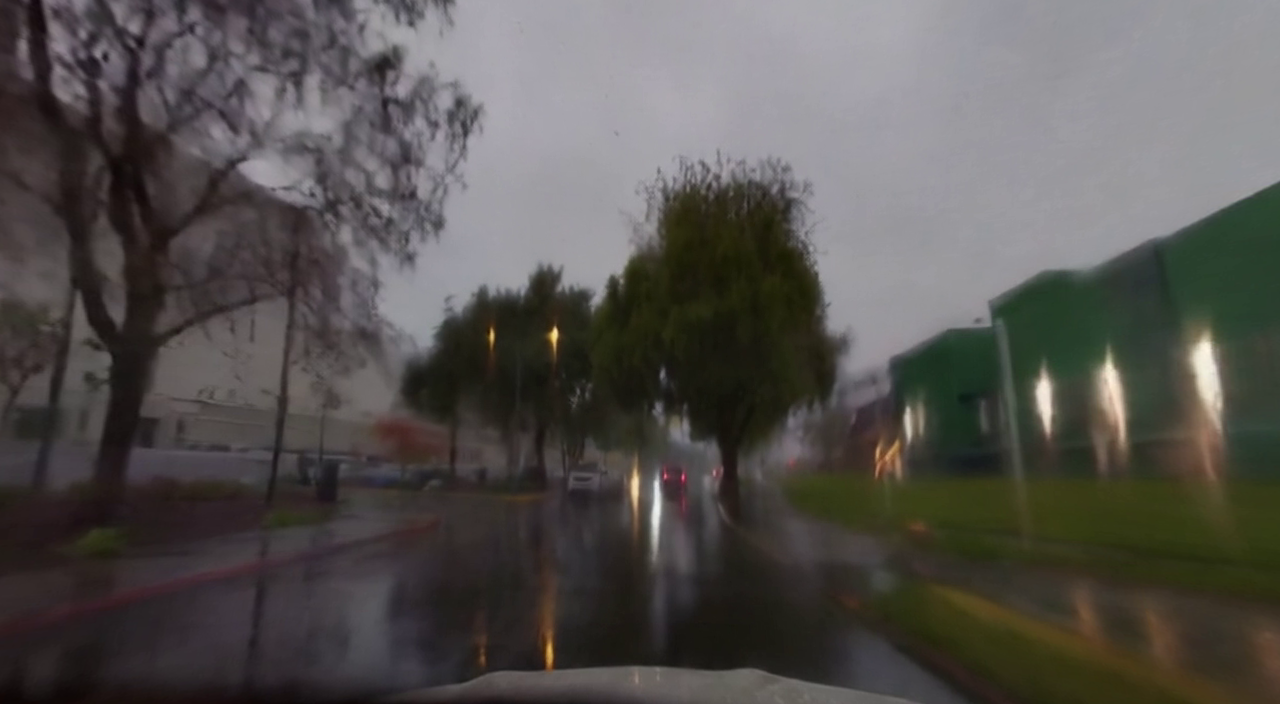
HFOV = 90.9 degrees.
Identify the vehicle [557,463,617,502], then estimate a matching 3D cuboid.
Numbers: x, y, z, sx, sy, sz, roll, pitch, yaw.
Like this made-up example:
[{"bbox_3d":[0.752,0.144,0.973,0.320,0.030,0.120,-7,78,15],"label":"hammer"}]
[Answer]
[{"bbox_3d":[-2.649,6.690,32.564,2.022,1.776,4.625,-2,-10,9],"label":"vehicle"}]
